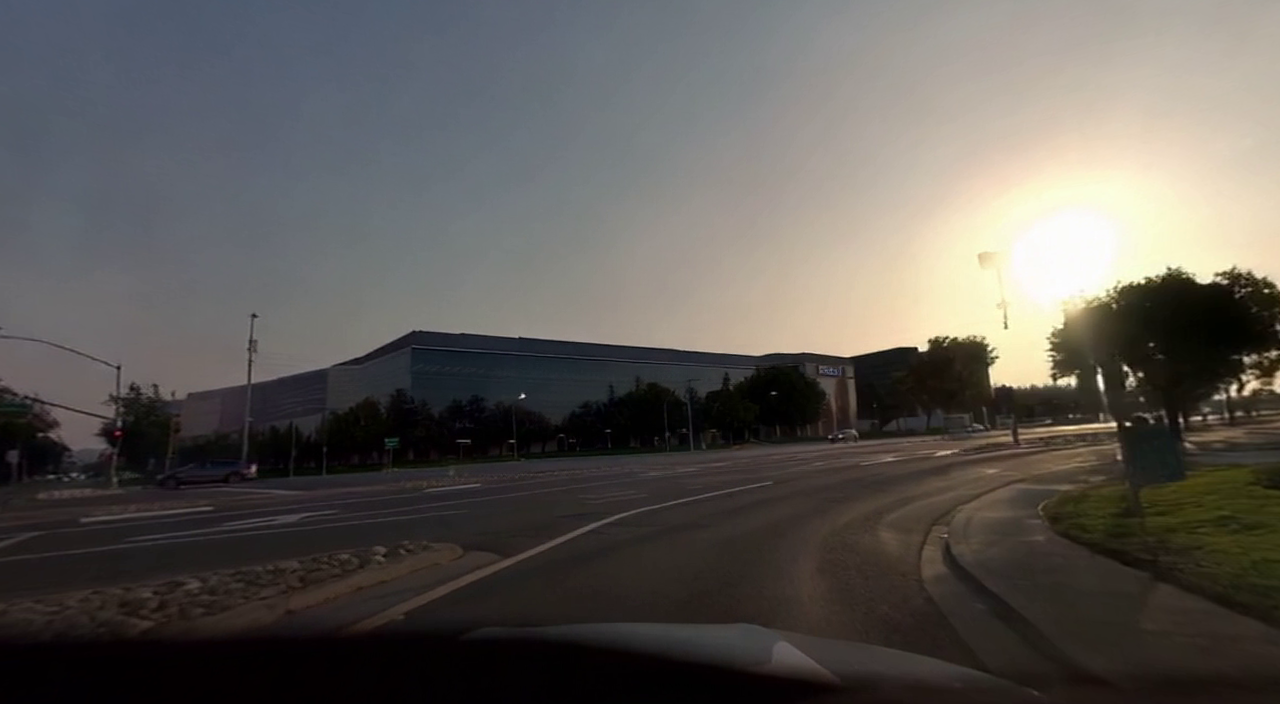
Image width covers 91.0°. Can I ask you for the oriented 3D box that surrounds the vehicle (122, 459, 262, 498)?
[{"bbox_3d":[-19.285,5.398,27.286,1.811,1.444,4.527,-7,-11,39],"label":"vehicle"}]
